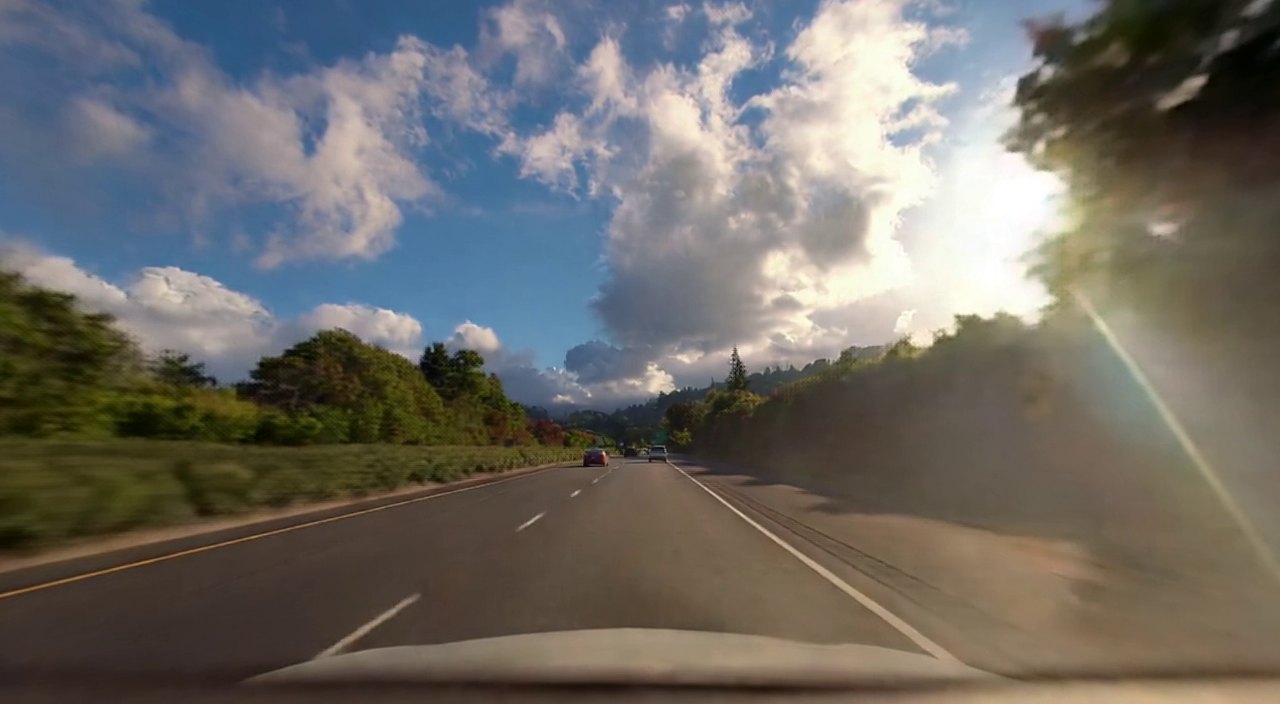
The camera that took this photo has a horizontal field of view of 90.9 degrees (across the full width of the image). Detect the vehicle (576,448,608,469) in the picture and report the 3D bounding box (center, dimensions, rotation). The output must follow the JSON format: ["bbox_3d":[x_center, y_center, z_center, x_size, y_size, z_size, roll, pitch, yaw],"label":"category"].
[{"bbox_3d":[-3.518,7.863,46.757,2.033,1.449,3.957,0,-9,1],"label":"vehicle"}]
